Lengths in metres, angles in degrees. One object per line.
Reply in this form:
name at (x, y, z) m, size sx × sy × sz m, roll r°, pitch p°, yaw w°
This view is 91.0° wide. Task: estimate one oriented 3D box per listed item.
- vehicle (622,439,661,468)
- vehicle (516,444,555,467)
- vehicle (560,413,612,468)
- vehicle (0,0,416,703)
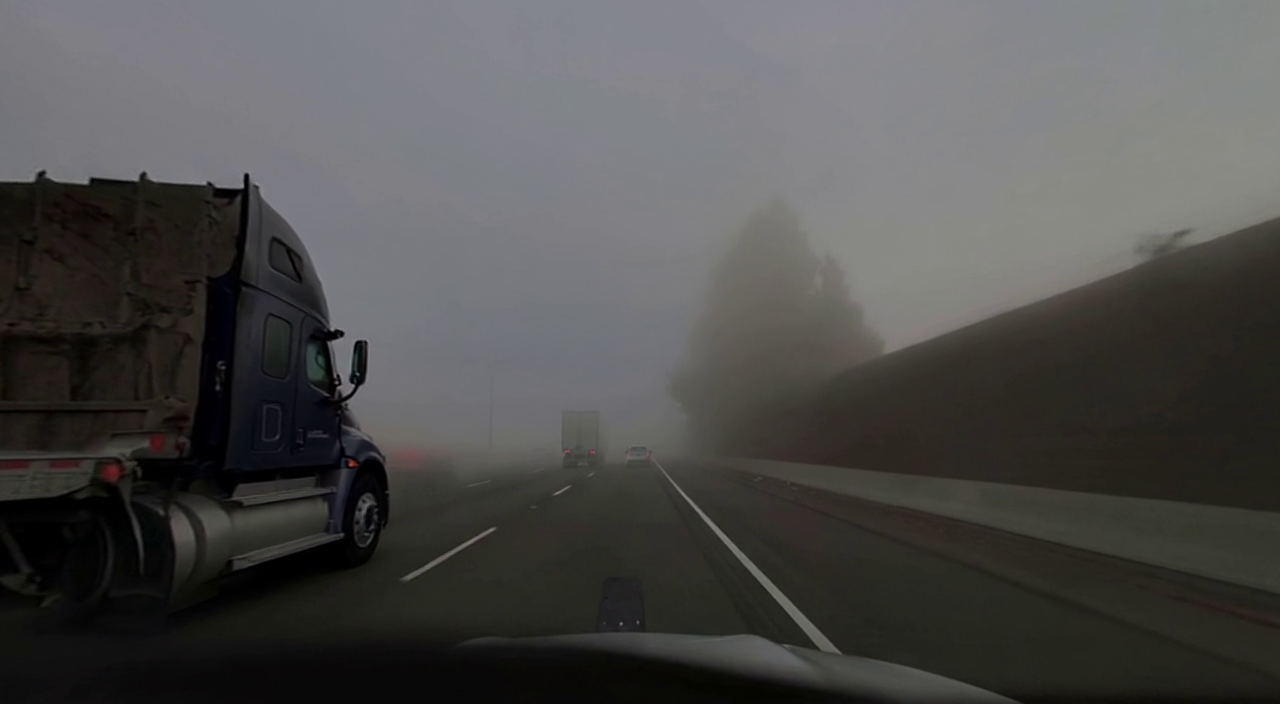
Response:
vehicle at (0.115, 6.081, 37.756) m, size 2.178 × 1.640 × 4.071 m, roll 0°, pitch -9°, yaw 1°
vehicle at (-7.216, 7.151, 43.809) m, size 1.962 × 1.489 × 4.002 m, roll 0°, pitch -9°, yaw 1°
vehicle at (-3.555, 6.178, 43.682) m, size 2.956 × 3.331 × 9.575 m, roll 0°, pitch -9°, yaw -1°
vehicle at (-3.662, -0.047, 1.035) m, size 3.025 × 3.266 × 9.256 m, roll 0°, pitch -9°, yaw 1°
